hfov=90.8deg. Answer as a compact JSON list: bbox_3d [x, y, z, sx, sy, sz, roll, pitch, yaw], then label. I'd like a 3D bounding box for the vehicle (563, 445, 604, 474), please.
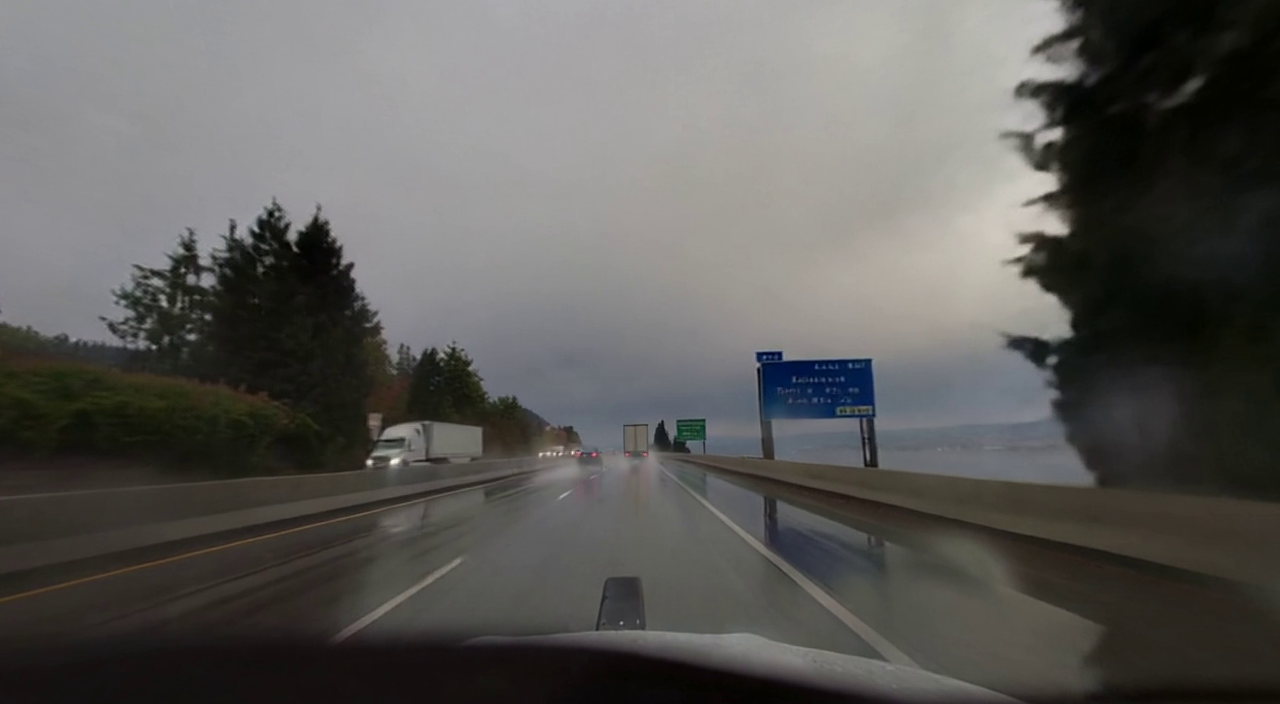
[{"bbox_3d":[-3.396,6.573,38.850,2.081,1.682,4.425,0,-9,0],"label":"vehicle"}]

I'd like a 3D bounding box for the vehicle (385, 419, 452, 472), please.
[{"bbox_3d":[-17.231,7.348,49.479,3.005,3.872,5.858,0,-9,0],"label":"vehicle"}]
